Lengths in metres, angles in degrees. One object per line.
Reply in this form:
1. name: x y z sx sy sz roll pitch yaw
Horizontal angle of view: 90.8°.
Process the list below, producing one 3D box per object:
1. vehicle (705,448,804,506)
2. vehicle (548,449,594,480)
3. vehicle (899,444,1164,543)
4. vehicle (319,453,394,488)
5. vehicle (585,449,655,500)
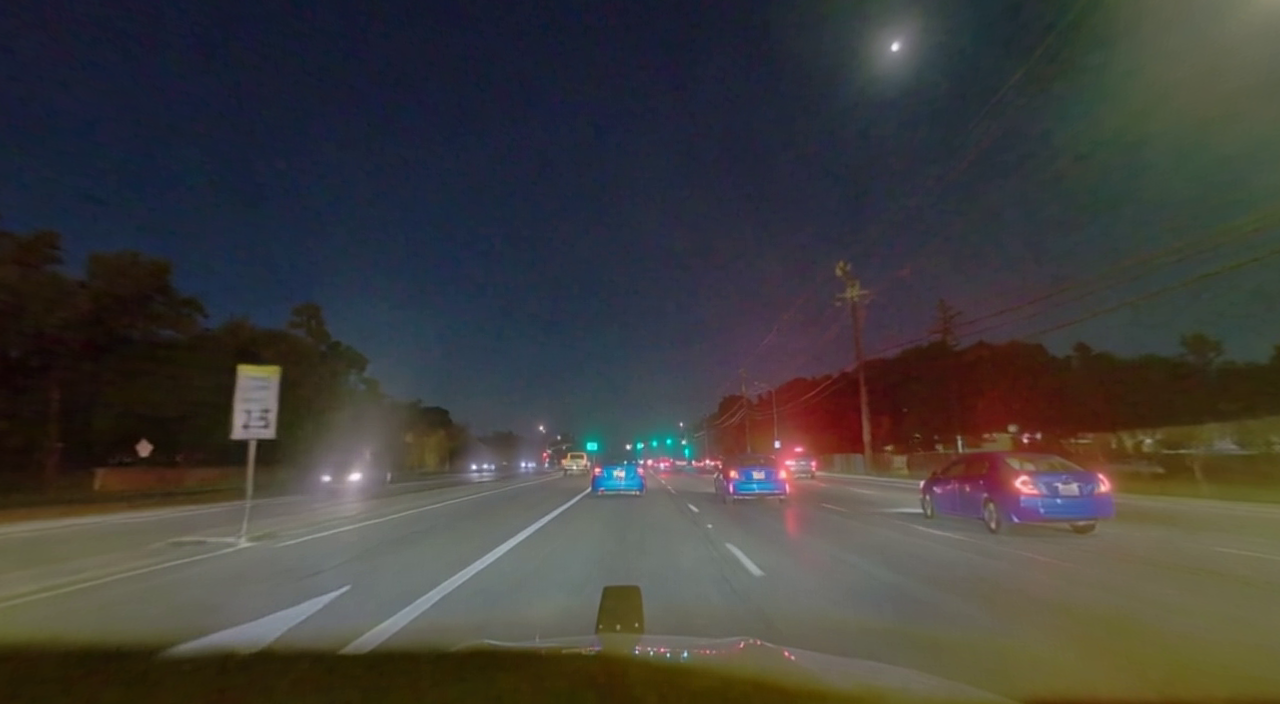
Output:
1. vehicle: 3.278 3.679 19.083 2.053 1.490 4.464 0 -9 -2
2. vehicle: -3.824 6.347 35.808 2.073 1.606 4.364 -1 -9 1
3. vehicle: 6.804 2.461 11.732 2.004 1.455 4.417 0 -9 -1
4. vehicle: -15.945 6.646 35.841 2.035 1.762 4.753 0 -9 0
5. vehicle: -0.613 3.977 20.950 2.065 1.464 4.216 0 -9 0
